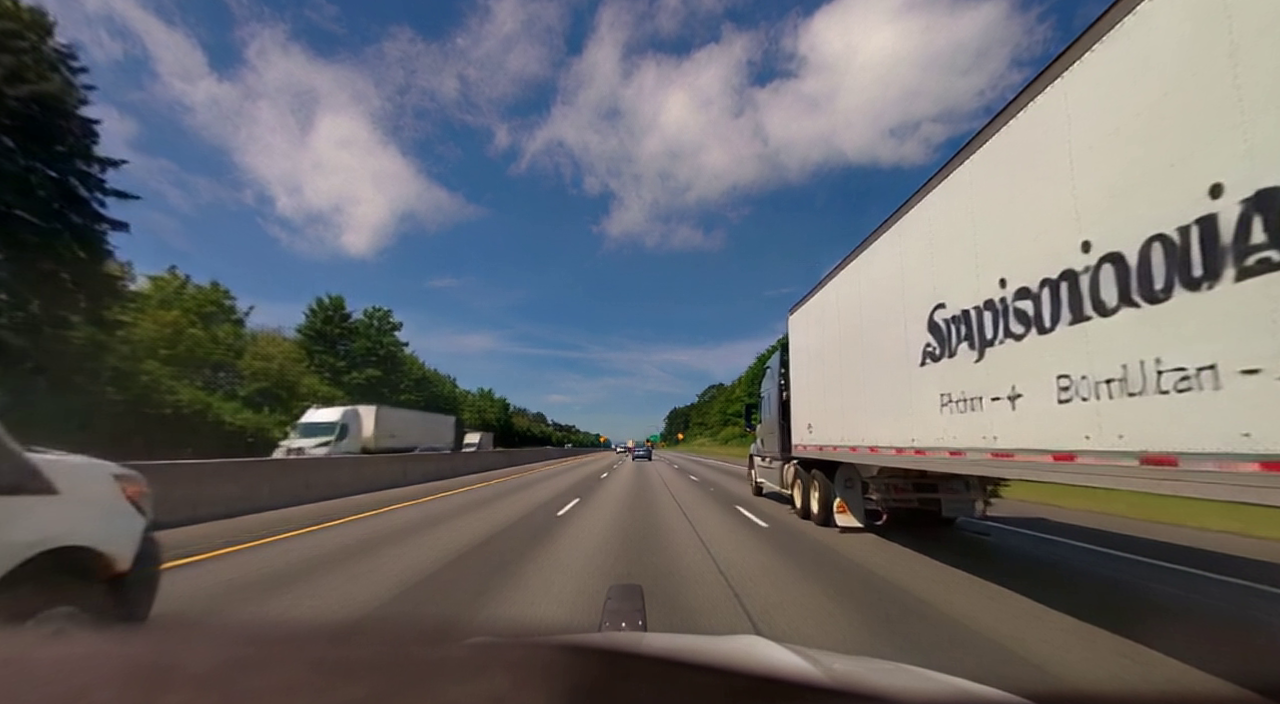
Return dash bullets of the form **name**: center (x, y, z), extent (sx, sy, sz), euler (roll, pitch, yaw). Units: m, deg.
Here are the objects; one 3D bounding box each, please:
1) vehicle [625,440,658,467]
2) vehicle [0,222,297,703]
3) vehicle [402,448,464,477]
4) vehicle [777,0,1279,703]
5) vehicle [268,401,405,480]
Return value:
- **vehicle**: center (0.087, 6.730, 41.843), extent (2.067, 1.690, 3.901), euler (0, -9, 0)
- **vehicle**: center (-3.250, 0.374, 0.572), extent (2.572, 1.927, 5.803), euler (0, -9, 0)
- **vehicle**: center (-11.156, 5.954, 34.273), extent (1.893, 1.467, 4.354), euler (0, -9, 0)
- **vehicle**: center (4.384, 0.140, 5.948), extent (3.011, 4.028, 13.890), euler (0, -9, 0)
- **vehicle**: center (-15.022, 4.552, 32.085), extent (2.856, 3.511, 7.972), euler (0, -9, 1)
